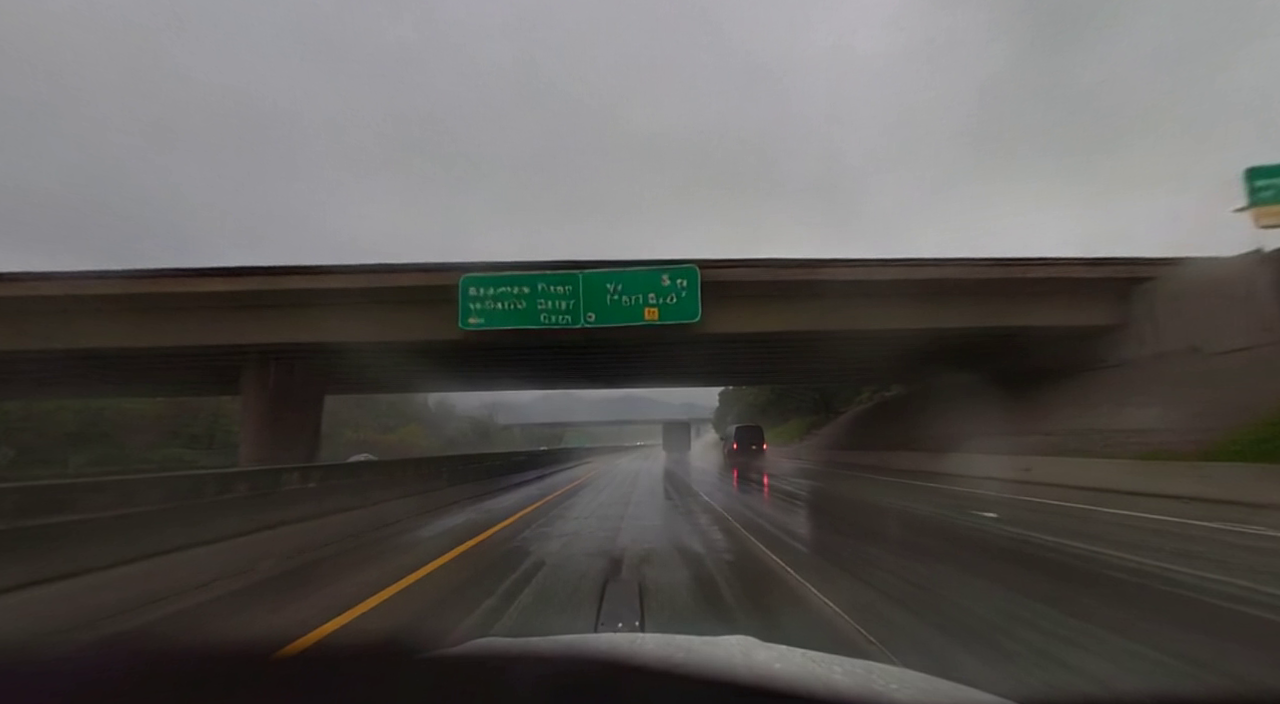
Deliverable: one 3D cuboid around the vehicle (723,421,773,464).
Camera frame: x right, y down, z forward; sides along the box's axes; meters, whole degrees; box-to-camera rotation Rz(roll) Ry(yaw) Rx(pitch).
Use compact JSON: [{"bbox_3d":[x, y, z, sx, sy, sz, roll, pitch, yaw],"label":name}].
[{"bbox_3d":[7.589,6.455,45.035,2.379,2.819,6.294,0,-8,0],"label":"vehicle"}]
